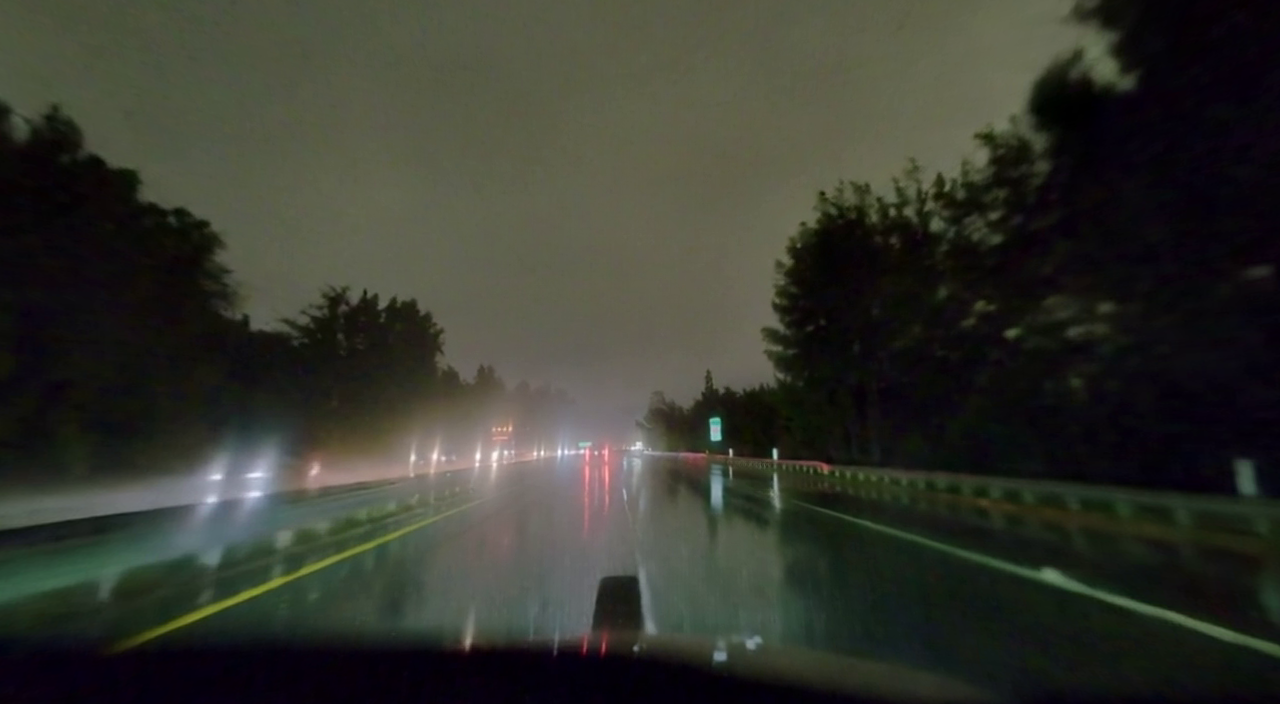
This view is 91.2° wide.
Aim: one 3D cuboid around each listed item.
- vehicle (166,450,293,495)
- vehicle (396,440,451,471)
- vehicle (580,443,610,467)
[{"bbox_3d":[-15.050,4.404,23.325,1.849,1.497,4.415,0,-9,-2],"label":"vehicle"},{"bbox_3d":[-15.786,7.570,46.018,2.209,2.067,5.308,0,-9,-2],"label":"vehicle"},{"bbox_3d":[-3.315,7.616,46.622,2.098,1.692,4.038,0,-9,-2],"label":"vehicle"}]
